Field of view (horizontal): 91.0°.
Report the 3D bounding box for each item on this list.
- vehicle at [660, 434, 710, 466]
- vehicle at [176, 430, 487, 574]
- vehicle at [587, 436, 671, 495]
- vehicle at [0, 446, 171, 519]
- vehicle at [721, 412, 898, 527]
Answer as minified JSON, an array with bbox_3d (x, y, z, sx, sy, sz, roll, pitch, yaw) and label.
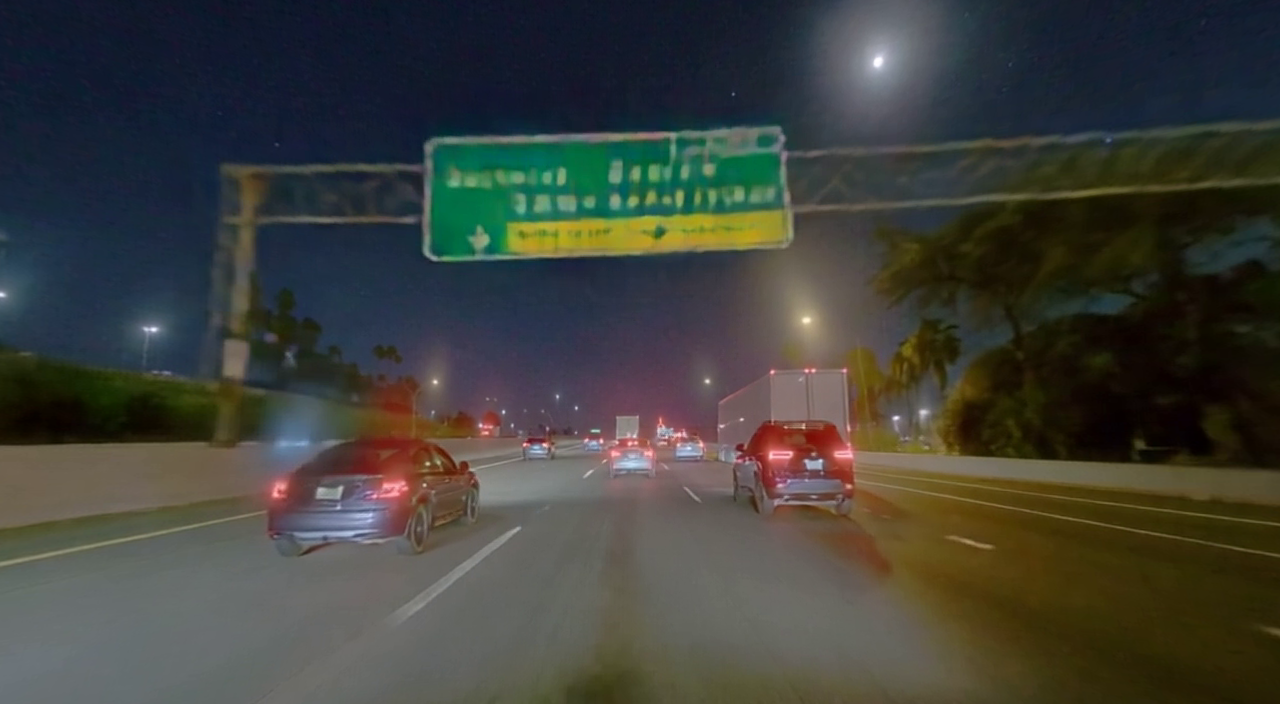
[{"bbox_3d":[2.666,6.049,38.960,2.476,1.843,5.652,0,-8,-2],"label":"vehicle"},{"bbox_3d":[-3.655,1.836,8.606,1.998,1.423,4.436,0,-8,0],"label":"vehicle"},{"bbox_3d":[-0.304,3.168,17.917,2.136,1.470,3.971,0,-8,-1],"label":"vehicle"},{"bbox_3d":[-14.393,3.102,15.548,2.196,1.493,4.475,0,-8,-1],"label":"vehicle"},{"bbox_3d":[3.079,2.255,12.658,2.173,1.870,4.499,0,-8,-2],"label":"vehicle"}]
